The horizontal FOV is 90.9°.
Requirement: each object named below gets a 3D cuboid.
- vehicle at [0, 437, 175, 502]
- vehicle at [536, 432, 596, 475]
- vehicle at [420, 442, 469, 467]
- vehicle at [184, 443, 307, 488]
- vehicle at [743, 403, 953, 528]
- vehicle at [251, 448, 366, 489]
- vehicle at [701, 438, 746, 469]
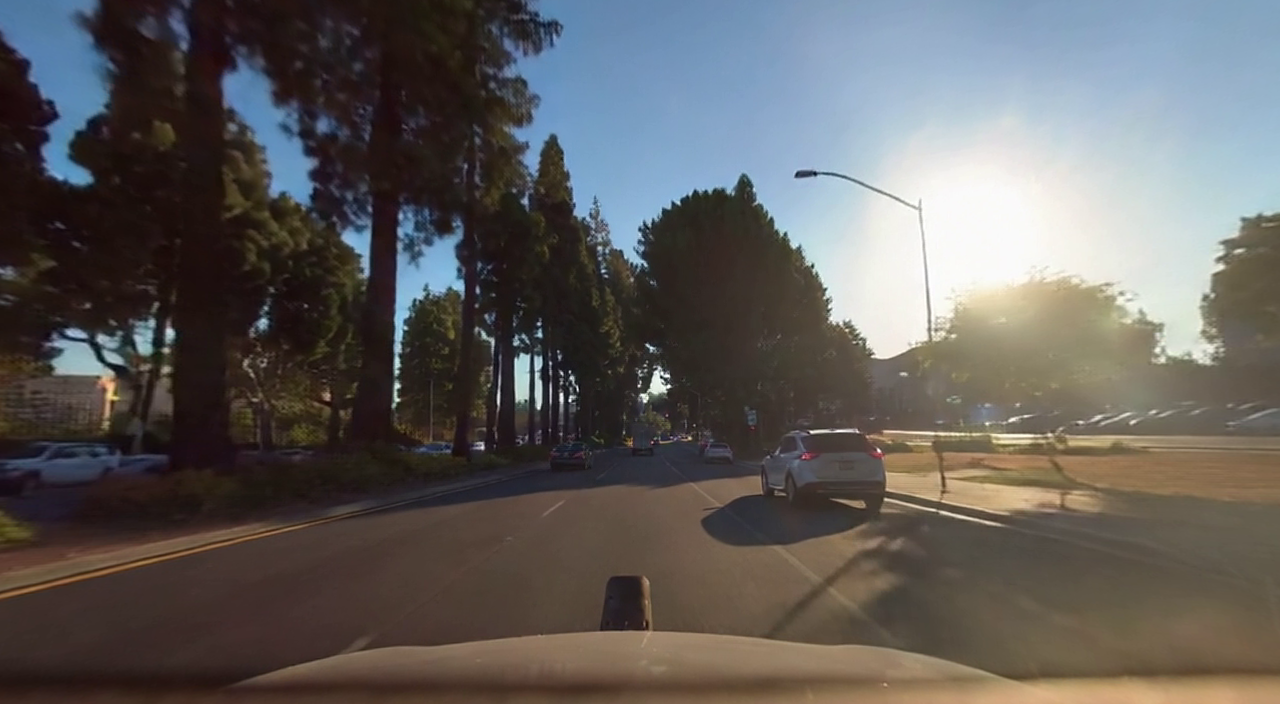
[{"bbox_3d":[-20.939,4.334,23.803,2.353,2.119,5.625,0,-9,1],"label":"vehicle"},{"bbox_3d":[-3.515,4.984,31.058,2.255,1.940,4.822,0,-8,1],"label":"vehicle"},{"bbox_3d":[-13.587,7.131,44.040,2.181,1.604,3.944,0,-9,0],"label":"vehicle"},{"bbox_3d":[-17.174,4.945,27.806,1.965,1.780,5.122,0,-9,2],"label":"vehicle"},{"bbox_3d":[3.841,2.272,13.208,2.381,2.008,5.971,0,-9,0],"label":"vehicle"},{"bbox_3d":[-13.755,4.818,26.567,2.142,1.528,4.804,0,-9,2],"label":"vehicle"},{"bbox_3d":[4.951,6.077,37.894,2.280,1.757,4.572,-1,-9,3],"label":"vehicle"}]
